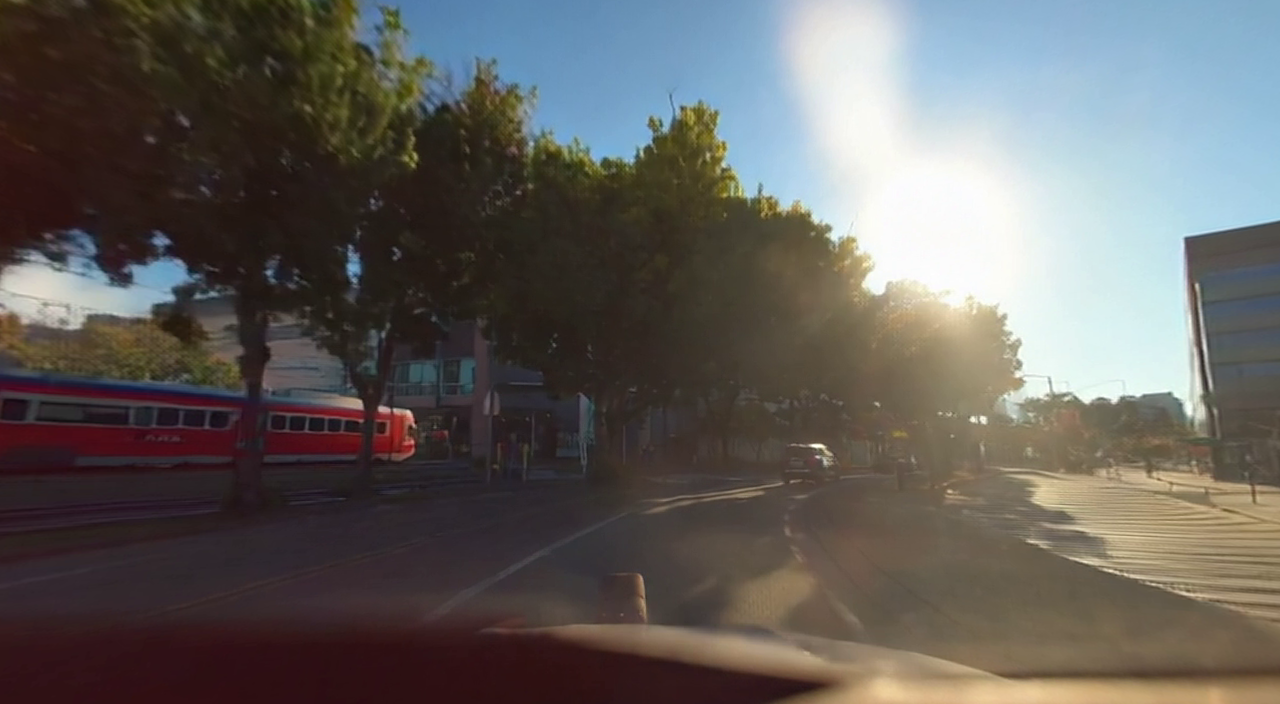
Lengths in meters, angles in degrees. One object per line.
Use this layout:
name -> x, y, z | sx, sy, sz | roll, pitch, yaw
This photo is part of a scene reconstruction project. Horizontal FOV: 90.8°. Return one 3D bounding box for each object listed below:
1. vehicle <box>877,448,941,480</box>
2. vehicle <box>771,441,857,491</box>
vehicle -> 15.992, 6.571, 37.396 | 2.010, 1.725, 4.320 | -8, -11, 43
vehicle -> 7.049, 4.479, 25.268 | 2.263, 1.765, 4.237 | -5, -10, 29
